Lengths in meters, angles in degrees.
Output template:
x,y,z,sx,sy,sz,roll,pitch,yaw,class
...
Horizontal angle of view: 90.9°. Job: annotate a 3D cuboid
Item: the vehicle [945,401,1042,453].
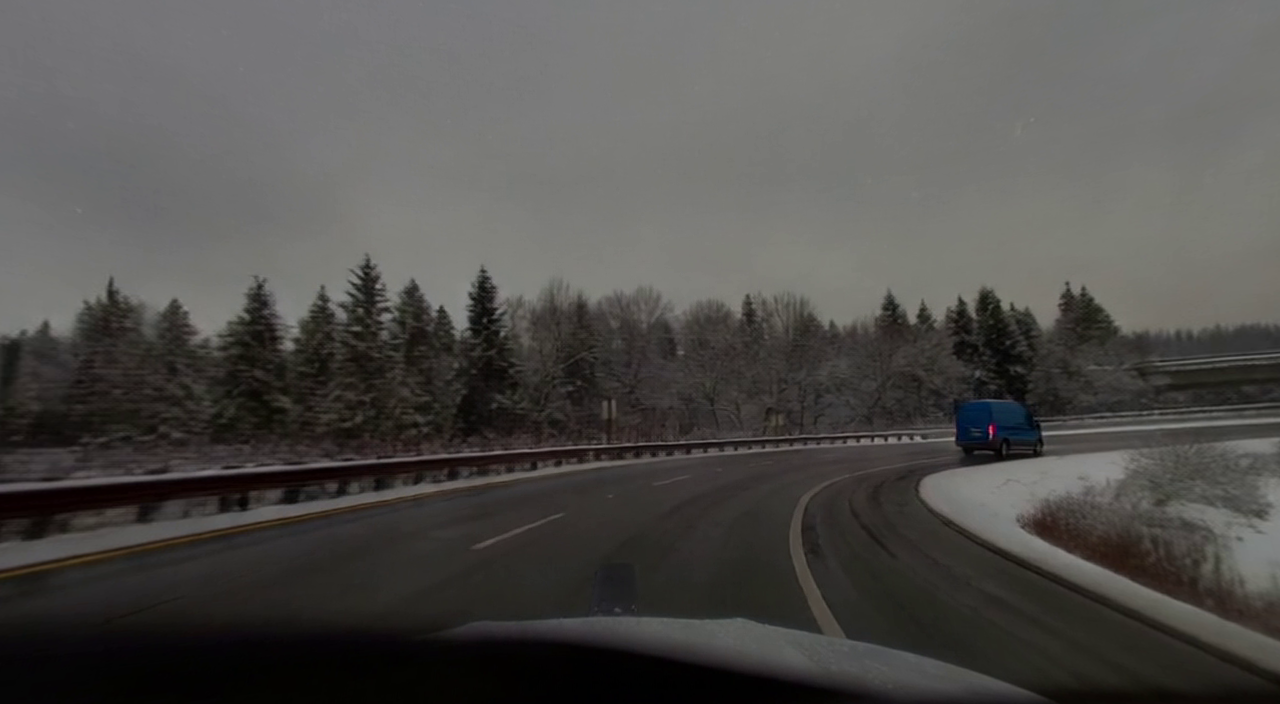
x,y,z,sx,sy,sz,roll,pitch,yaw,class
19.043,4.085,33.876,5.330,2.577,2.352,6,-10,-35,vehicle
